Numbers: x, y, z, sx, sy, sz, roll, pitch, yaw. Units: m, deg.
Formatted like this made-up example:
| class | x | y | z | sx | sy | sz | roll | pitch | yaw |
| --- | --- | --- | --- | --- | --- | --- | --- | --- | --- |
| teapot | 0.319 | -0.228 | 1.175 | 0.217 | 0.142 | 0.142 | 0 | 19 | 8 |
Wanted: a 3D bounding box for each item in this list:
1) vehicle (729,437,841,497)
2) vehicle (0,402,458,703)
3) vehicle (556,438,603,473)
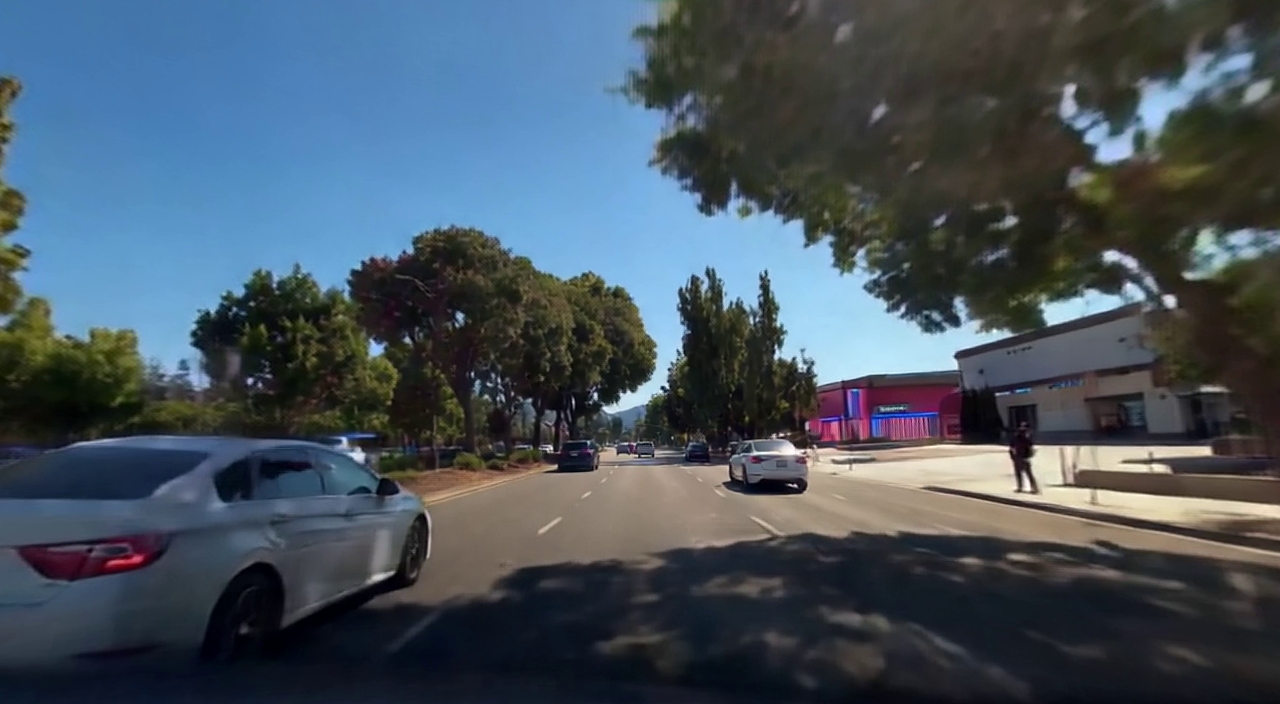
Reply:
| class | x | y | z | sx | sy | sz | roll | pitch | yaw |
| --- | --- | --- | --- | --- | --- | --- | --- | --- | --- |
| vehicle | 3.966 | 3.232 | 18.149 | 2.036 | 1.480 | 4.659 | 0 | -8 | -1 |
| vehicle | -2.990 | 1.218 | 4.124 | 2.082 | 1.460 | 4.922 | 0 | -8 | 1 |
| vehicle | -3.134 | 5.461 | 33.569 | 1.981 | 1.731 | 4.360 | 0 | -8 | 1 |
